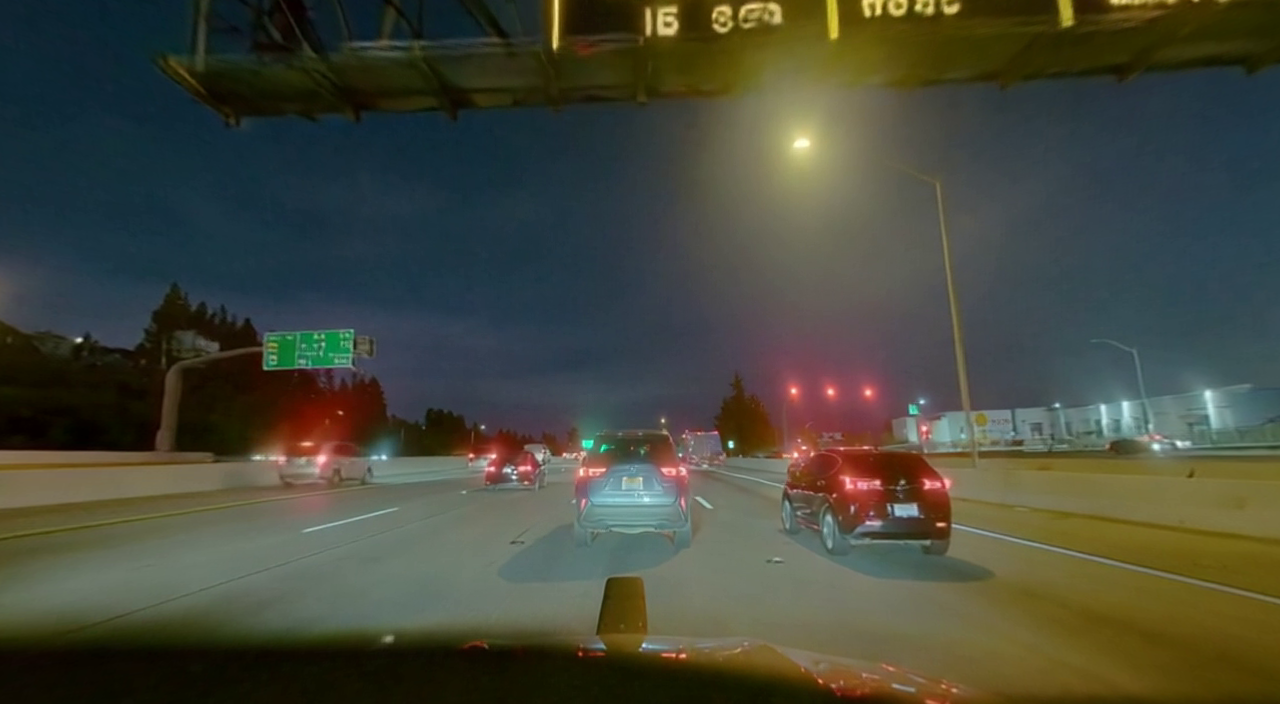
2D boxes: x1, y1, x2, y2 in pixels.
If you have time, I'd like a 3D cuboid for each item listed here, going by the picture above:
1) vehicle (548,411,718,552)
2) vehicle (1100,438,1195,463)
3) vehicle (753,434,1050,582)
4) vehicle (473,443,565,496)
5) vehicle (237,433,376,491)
[{"bbox_3d":[-0.100,1.948,10.070,2.152,1.779,3.924,0,-9,0],"label":"vehicle"},{"bbox_3d":[32.278,6.289,40.277,1.805,1.536,4.325,3,-9,-19],"label":"vehicle"},{"bbox_3d":[3.052,1.918,8.654,2.018,1.470,4.491,0,-9,-2],"label":"vehicle"},{"bbox_3d":[-3.643,3.624,19.809,2.005,1.458,4.143,0,-9,1],"label":"vehicle"},{"bbox_3d":[-11.022,3.665,21.327,2.129,1.720,4.547,0,-9,1],"label":"vehicle"}]
